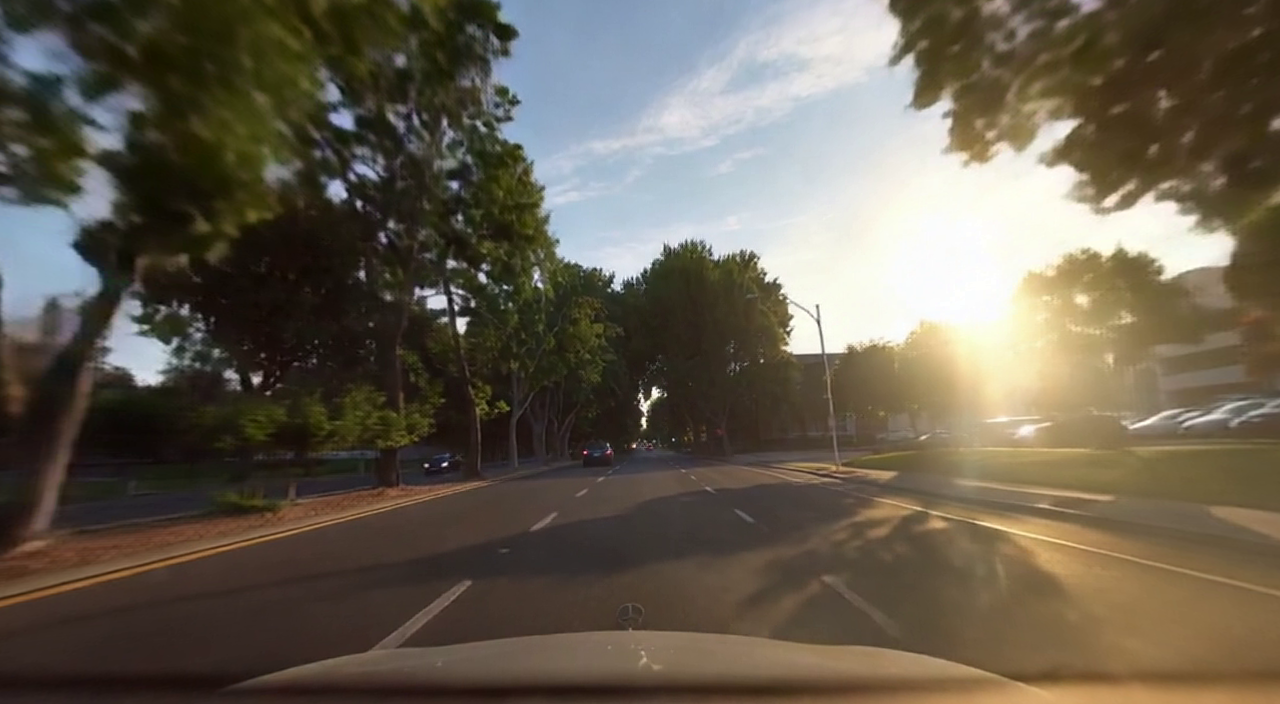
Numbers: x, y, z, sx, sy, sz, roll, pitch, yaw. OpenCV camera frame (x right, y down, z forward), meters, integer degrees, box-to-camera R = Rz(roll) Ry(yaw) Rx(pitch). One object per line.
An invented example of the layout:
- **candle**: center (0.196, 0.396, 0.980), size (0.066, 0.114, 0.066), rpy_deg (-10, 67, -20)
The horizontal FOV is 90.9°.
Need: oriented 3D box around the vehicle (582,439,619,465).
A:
- **vehicle**: center (-2.735, 7.117, 45.041), size (2.283, 1.716, 4.395), rpy_deg (0, -8, 1)
